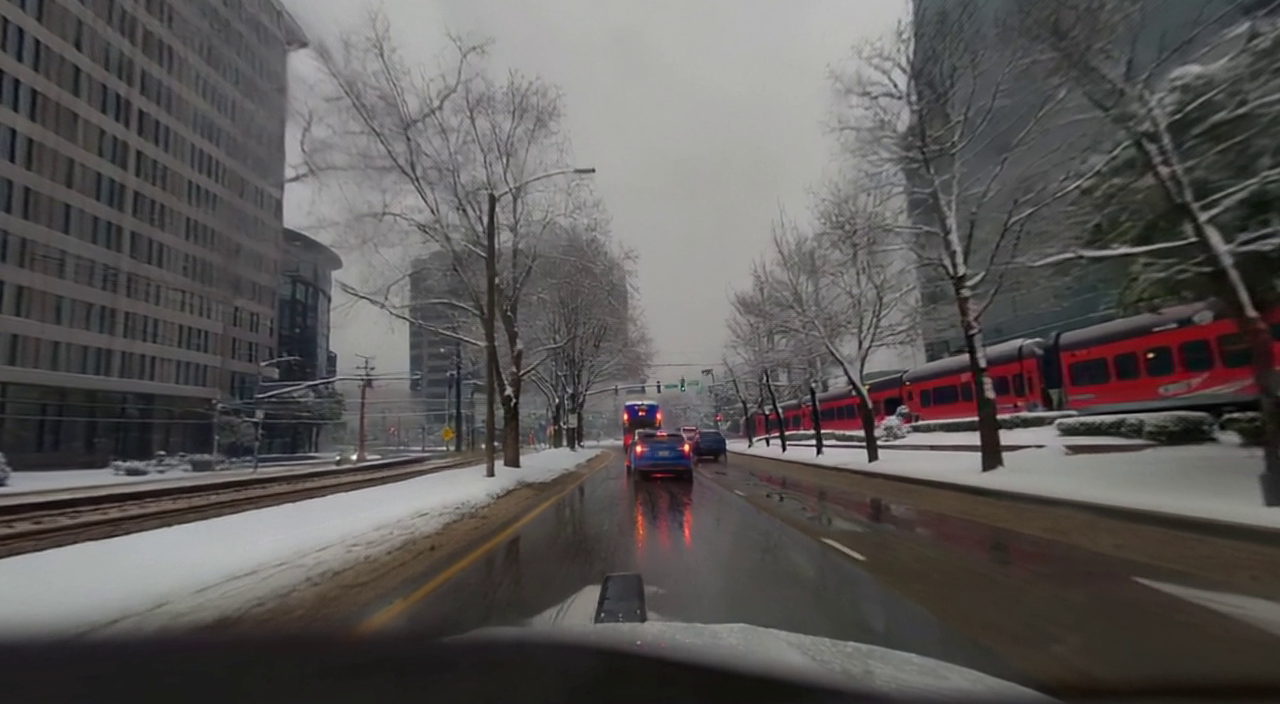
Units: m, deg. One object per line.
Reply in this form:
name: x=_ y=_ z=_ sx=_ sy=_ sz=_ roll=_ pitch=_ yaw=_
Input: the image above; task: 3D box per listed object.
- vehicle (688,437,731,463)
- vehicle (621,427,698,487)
vehicle: x=4.072 y=5.849 z=37.540 sx=1.916 sy=1.466 sz=4.529 roll=0 pitch=-9 yaw=-1
vehicle: x=0.524 y=3.269 z=19.862 sx=2.190 sy=1.684 sz=4.084 roll=0 pitch=-9 yaw=-1
